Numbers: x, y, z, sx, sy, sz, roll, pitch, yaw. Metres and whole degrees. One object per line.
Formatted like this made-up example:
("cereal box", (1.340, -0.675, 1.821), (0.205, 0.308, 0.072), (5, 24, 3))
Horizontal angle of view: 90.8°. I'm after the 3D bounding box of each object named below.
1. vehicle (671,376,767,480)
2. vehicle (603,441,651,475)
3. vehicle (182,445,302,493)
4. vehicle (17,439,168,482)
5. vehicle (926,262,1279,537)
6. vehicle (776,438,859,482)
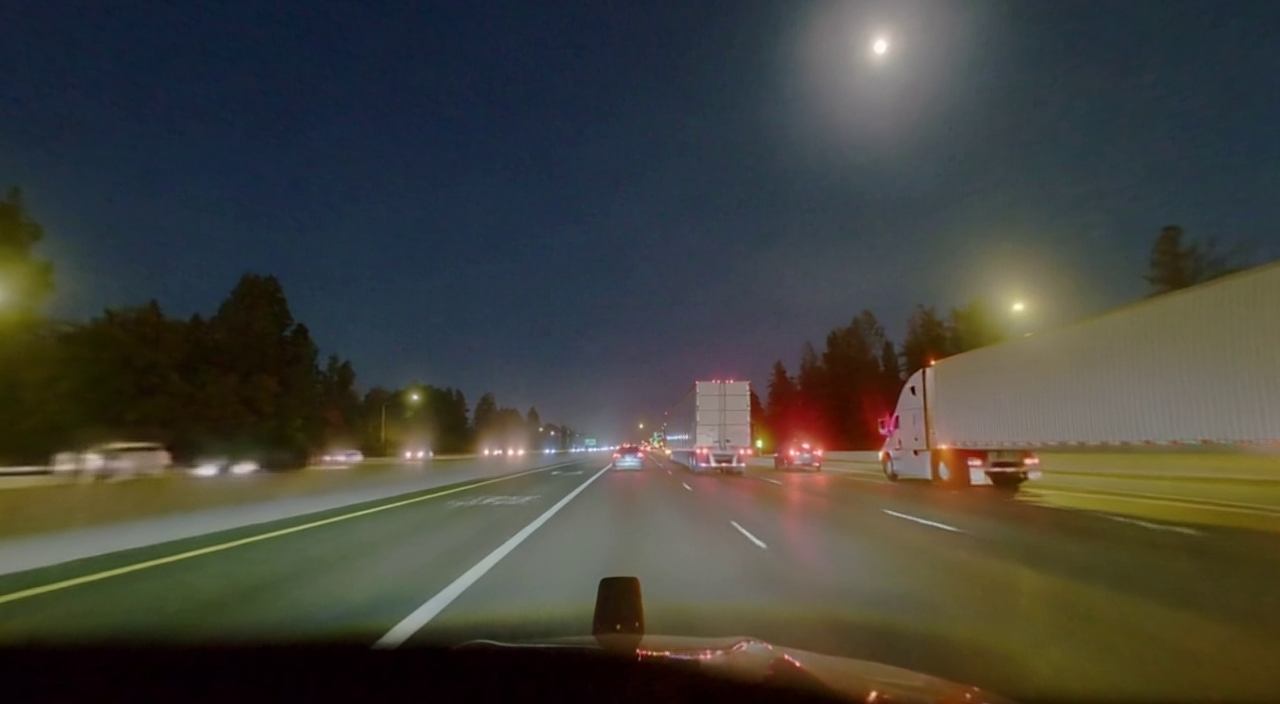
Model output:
("vehicle", (3.406, 3.805, 30.503), (2.999, 4.127, 10.526), (0, -9, -1))
("vehicle", (-0.614, 5.109, 30.650), (2.163, 1.551, 4.180), (0, -9, -1))
("vehicle", (-12.904, 3.780, 20.746), (1.595, 1.414, 3.486), (0, -9, 1))
("vehicle", (-24.163, 4.808, 28.252), (2.107, 1.725, 5.187), (0, -9, -1))
("vehicle", (11.241, 1.197, 12.714), (2.898, 4.171, 17.188), (0, -9, 0))
("vehicle", (7.355, 4.502, 26.629), (2.154, 1.658, 4.347), (0, -9, -1))
